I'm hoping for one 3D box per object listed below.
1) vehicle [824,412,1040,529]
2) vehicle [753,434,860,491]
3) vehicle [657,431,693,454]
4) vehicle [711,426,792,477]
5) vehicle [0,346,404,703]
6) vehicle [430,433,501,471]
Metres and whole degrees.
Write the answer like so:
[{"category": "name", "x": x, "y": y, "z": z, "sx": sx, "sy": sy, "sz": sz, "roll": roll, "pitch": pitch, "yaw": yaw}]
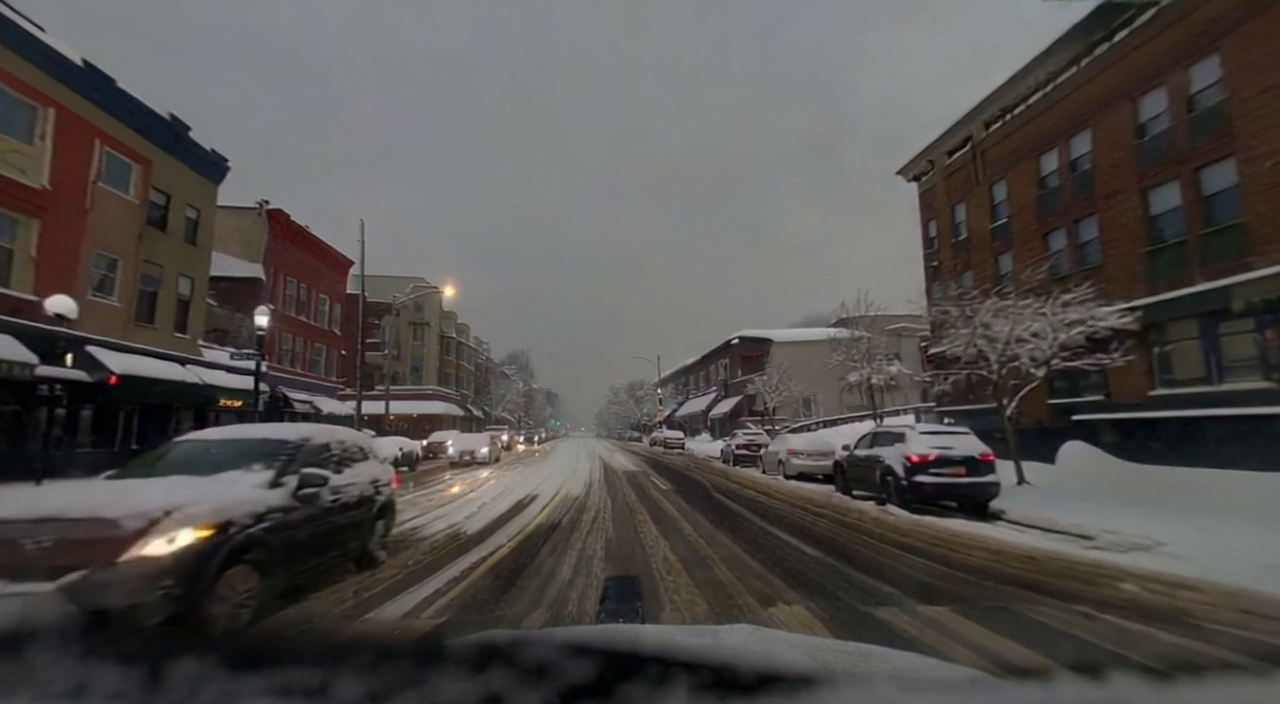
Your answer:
[{"category": "vehicle", "x": 5.611, "y": 2.316, "z": 13.030, "sx": 1.945, "sy": 1.931, "sz": 4.778, "roll": 0, "pitch": -8, "yaw": -3}, {"category": "vehicle", "x": 4.967, "y": 3.324, "z": 19.472, "sx": 1.915, "sy": 1.569, "sz": 4.117, "roll": 1, "pitch": -8, "yaw": -4}, {"category": "vehicle", "x": 2.497, "y": 6.570, "z": 46.161, "sx": 1.957, "sy": 1.572, "sz": 4.418, "roll": 1, "pitch": -8, "yaw": -5}, {"category": "vehicle", "x": 4.336, "y": 3.967, "z": 25.545, "sx": 2.059, "sy": 1.804, "sz": 5.182, "roll": 0, "pitch": -8, "yaw": -4}, {"category": "vehicle", "x": -3.357, "y": 1.077, "z": 3.820, "sx": 2.129, "sy": 1.744, "sz": 4.568, "roll": 0, "pitch": -8, "yaw": -1}, {"category": "vehicle", "x": -7.402, "y": 4.271, "z": 27.231, "sx": 2.095, "sy": 1.493, "sz": 4.216, "roll": 0, "pitch": -8, "yaw": -4}]
